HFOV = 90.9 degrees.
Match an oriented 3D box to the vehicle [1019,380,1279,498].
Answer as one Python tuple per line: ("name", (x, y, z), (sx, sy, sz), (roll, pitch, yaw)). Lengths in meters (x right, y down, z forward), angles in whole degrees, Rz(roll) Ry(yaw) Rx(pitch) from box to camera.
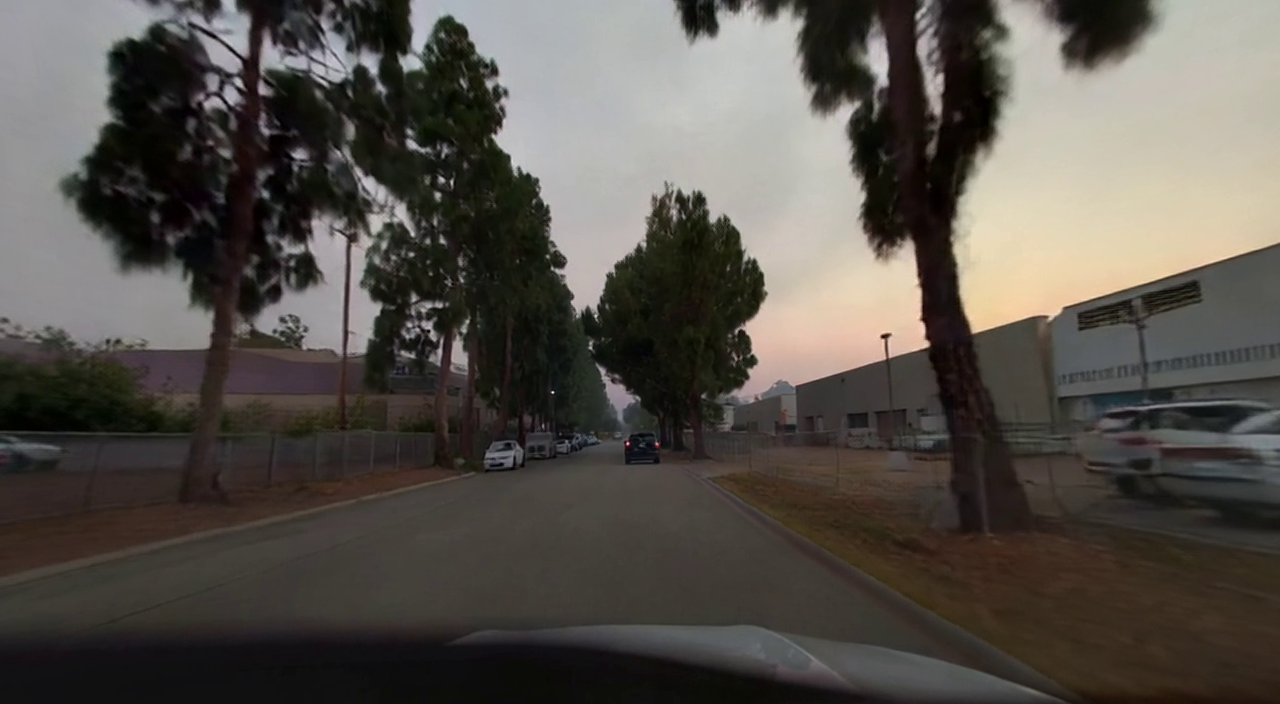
("vehicle", (9.586, 1.469, 10.713), (4.910, 1.786, 2.124), (0, -8, -2))

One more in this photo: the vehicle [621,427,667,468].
("vehicle", (0.173, 4.737, 31.558), (2.152, 1.874, 4.042), (0, -8, 0))

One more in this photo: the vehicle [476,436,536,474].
("vehicle", (-6.119, 4.753, 29.144), (1.938, 1.500, 4.130), (-3, -10, -2))

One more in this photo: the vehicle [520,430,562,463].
("vehicle", (-6.668, 6.471, 43.097), (2.005, 1.989, 4.929), (-3, -9, 0))

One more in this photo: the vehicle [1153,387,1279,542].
("vehicle", (8.629, 1.047, 6.629), (4.616, 1.500, 1.963), (-4, -11, -1))
